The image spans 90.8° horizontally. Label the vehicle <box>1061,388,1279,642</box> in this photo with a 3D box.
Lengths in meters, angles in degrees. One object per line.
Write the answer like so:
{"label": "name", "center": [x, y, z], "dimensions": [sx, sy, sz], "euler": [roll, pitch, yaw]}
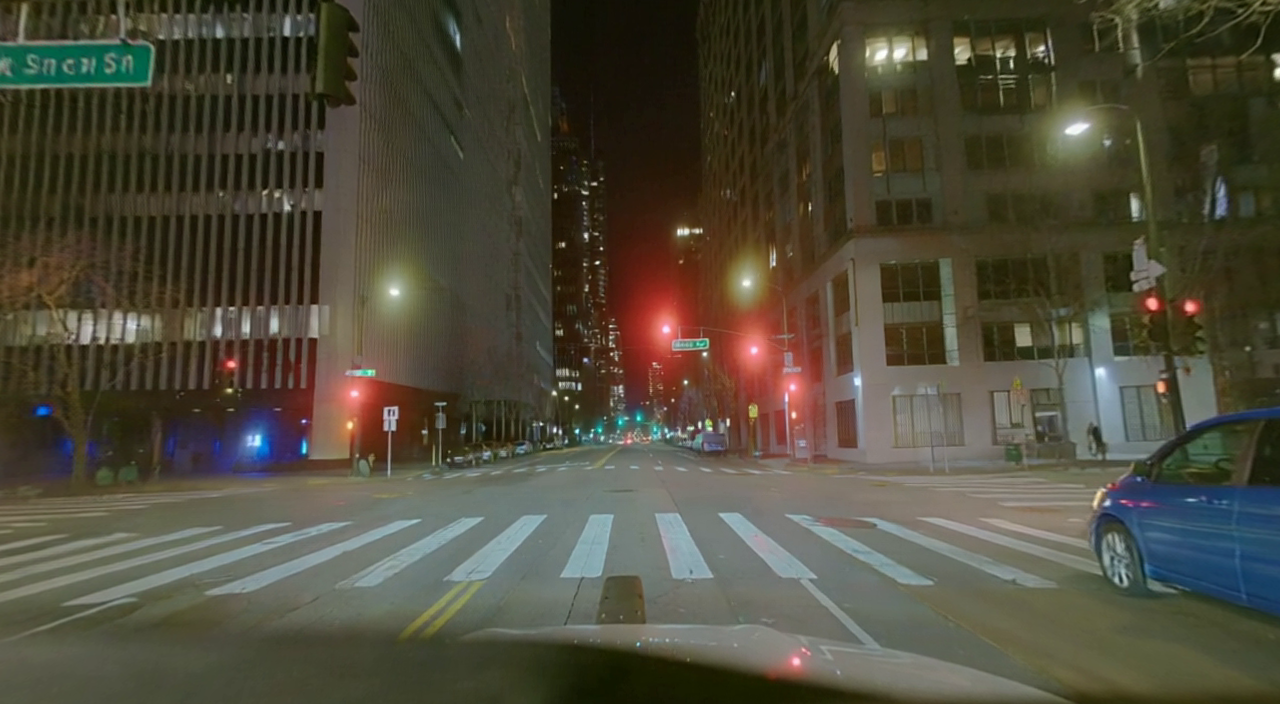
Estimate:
{"label": "vehicle", "center": [5.641, 1.133, 4.292], "dimensions": [2.070, 1.804, 4.881], "euler": [0, -8, -2]}

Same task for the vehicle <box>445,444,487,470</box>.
{"label": "vehicle", "center": [-12.425, 7.507, 45.383], "dimensions": [1.935, 1.639, 4.244], "euler": [-3, -8, -2]}
